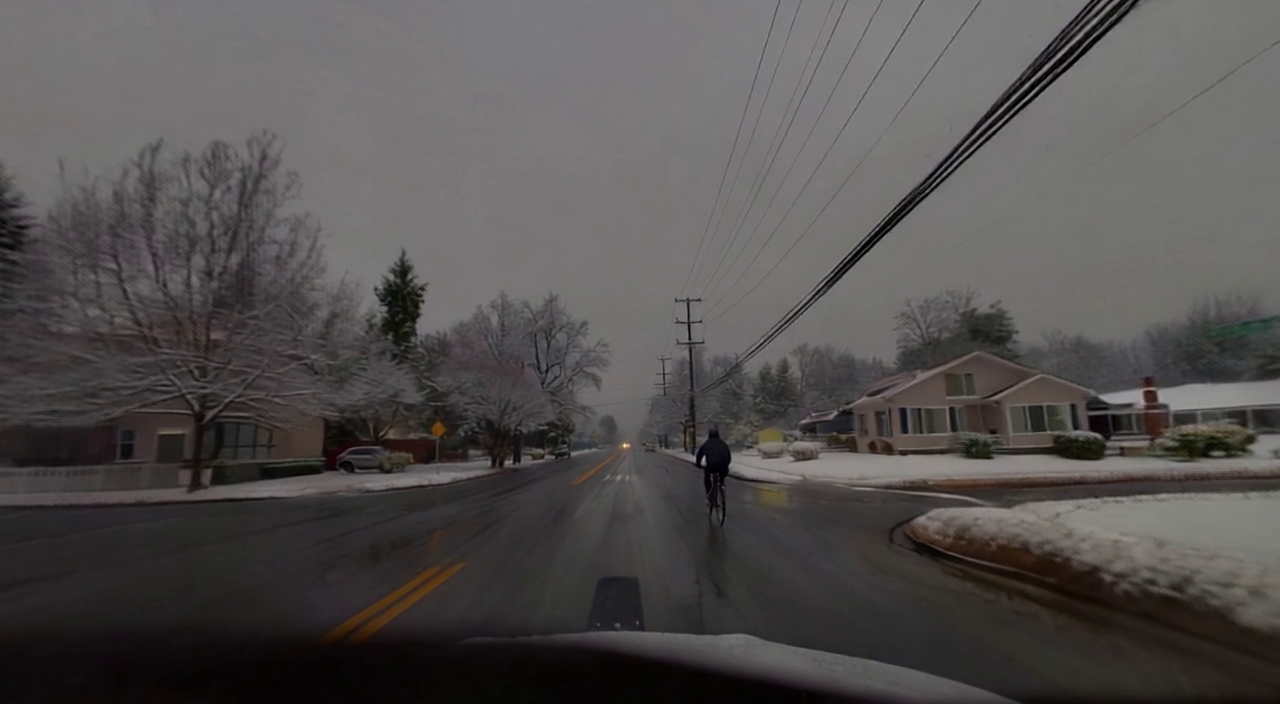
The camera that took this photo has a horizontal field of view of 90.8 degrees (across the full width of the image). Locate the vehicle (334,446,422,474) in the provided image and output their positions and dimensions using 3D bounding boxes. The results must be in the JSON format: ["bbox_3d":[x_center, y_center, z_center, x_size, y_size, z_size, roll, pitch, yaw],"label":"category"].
[{"bbox_3d":[-14.657,6.034,35.500,4.143,1.480,1.755,0,-8,-2],"label":"vehicle"}]
